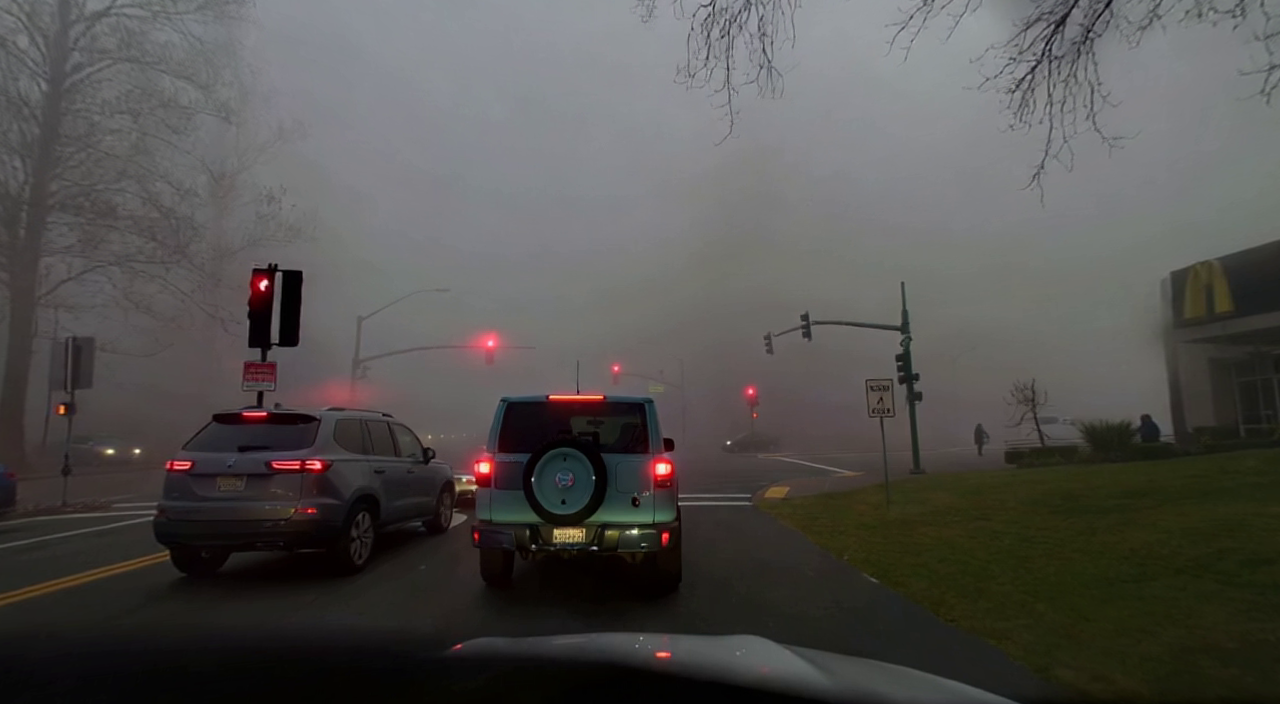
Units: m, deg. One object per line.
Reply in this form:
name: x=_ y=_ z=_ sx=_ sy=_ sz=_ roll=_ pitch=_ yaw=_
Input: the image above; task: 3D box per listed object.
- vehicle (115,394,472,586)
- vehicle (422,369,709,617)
vehicle: x=-3.904 y=1.643 z=8.327 sx=2.130 sy=1.819 sz=4.497 roll=0 pitch=-8 yaw=0
vehicle: x=-0.622 y=1.438 z=7.330 sx=2.224 sy=1.923 sz=4.643 roll=0 pitch=-8 yaw=-1
